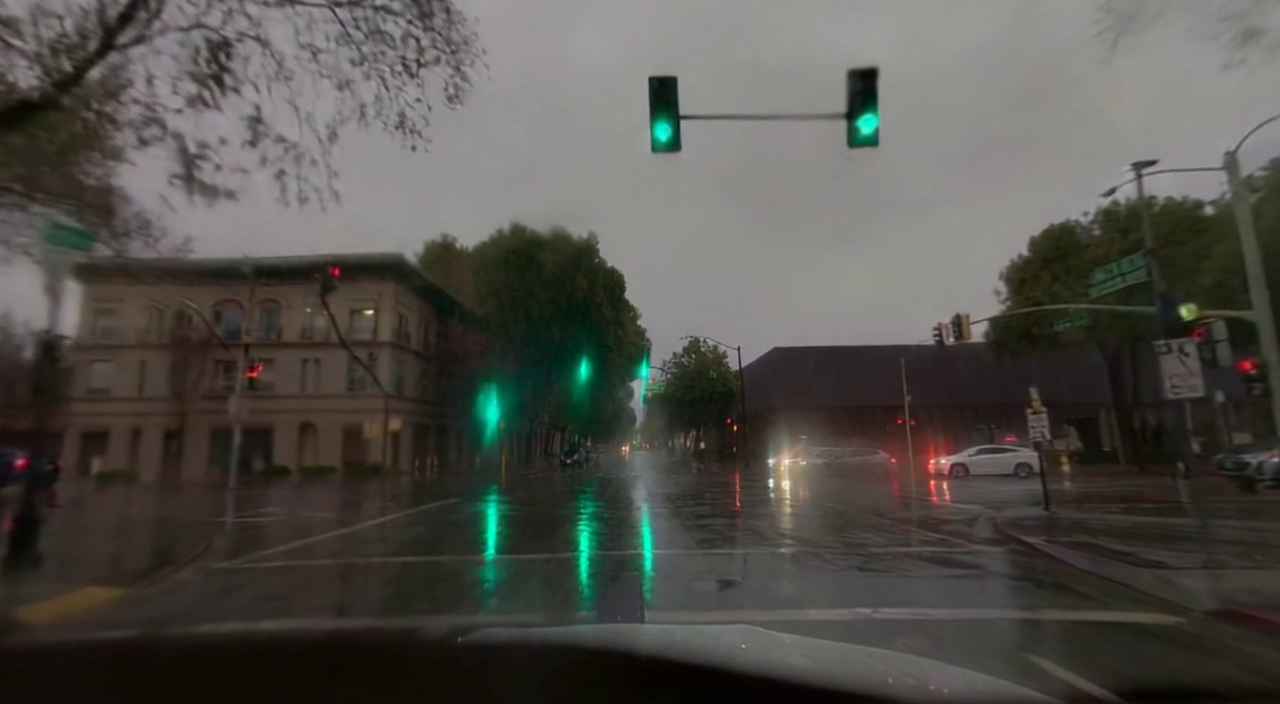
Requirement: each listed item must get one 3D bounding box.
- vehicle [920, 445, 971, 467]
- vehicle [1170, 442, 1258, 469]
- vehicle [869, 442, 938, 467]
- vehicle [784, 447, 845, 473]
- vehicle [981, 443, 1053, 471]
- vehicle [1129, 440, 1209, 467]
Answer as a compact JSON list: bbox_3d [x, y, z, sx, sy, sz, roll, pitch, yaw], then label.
[{"bbox_3d":[21.869,7.456,44.966,1.923,1.463,3.758,-1,-8,3],"label":"vehicle"},{"bbox_3d":[31.443,5.675,34.452,1.612,1.402,3.320,-1,-9,0],"label":"vehicle"},{"bbox_3d":[16.978,6.587,40.336,4.522,1.546,1.941,6,-11,-35],"label":"vehicle"},{"bbox_3d":[11.157,6.832,39.916,1.955,1.508,4.295,-9,-12,43],"label":"vehicle"},{"bbox_3d":[20.957,5.839,35.007,1.851,1.388,3.475,0,-7,1],"label":"vehicle"},{"bbox_3d":[29.067,5.557,34.538,1.591,1.332,3.202,-2,-8,1],"label":"vehicle"}]
